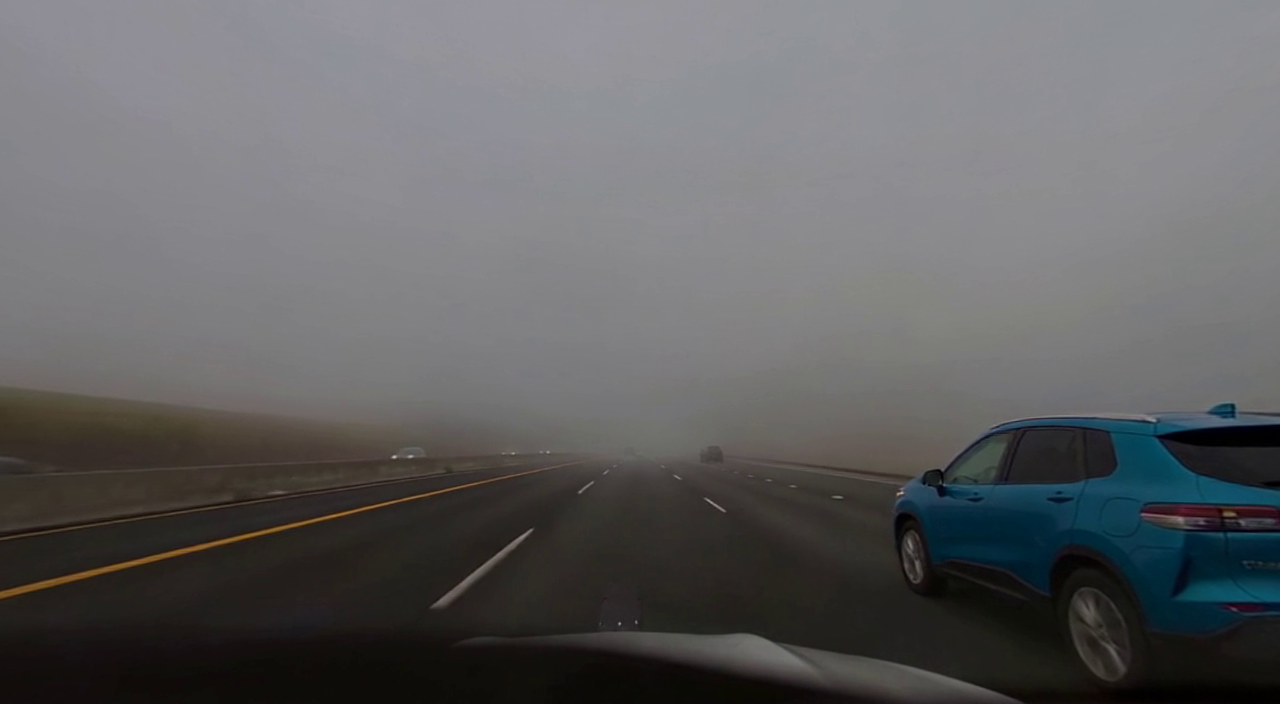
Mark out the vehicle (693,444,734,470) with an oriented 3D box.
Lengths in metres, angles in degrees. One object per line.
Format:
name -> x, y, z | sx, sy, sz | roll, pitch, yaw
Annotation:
vehicle -> 4.973, 7.178, 43.015 | 2.006, 1.652, 4.417 | 0, -9, -3

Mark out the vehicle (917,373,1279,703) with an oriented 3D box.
vehicle -> 3.430, 1.113, 3.506 | 1.784, 1.733, 4.141 | 0, -9, -1
